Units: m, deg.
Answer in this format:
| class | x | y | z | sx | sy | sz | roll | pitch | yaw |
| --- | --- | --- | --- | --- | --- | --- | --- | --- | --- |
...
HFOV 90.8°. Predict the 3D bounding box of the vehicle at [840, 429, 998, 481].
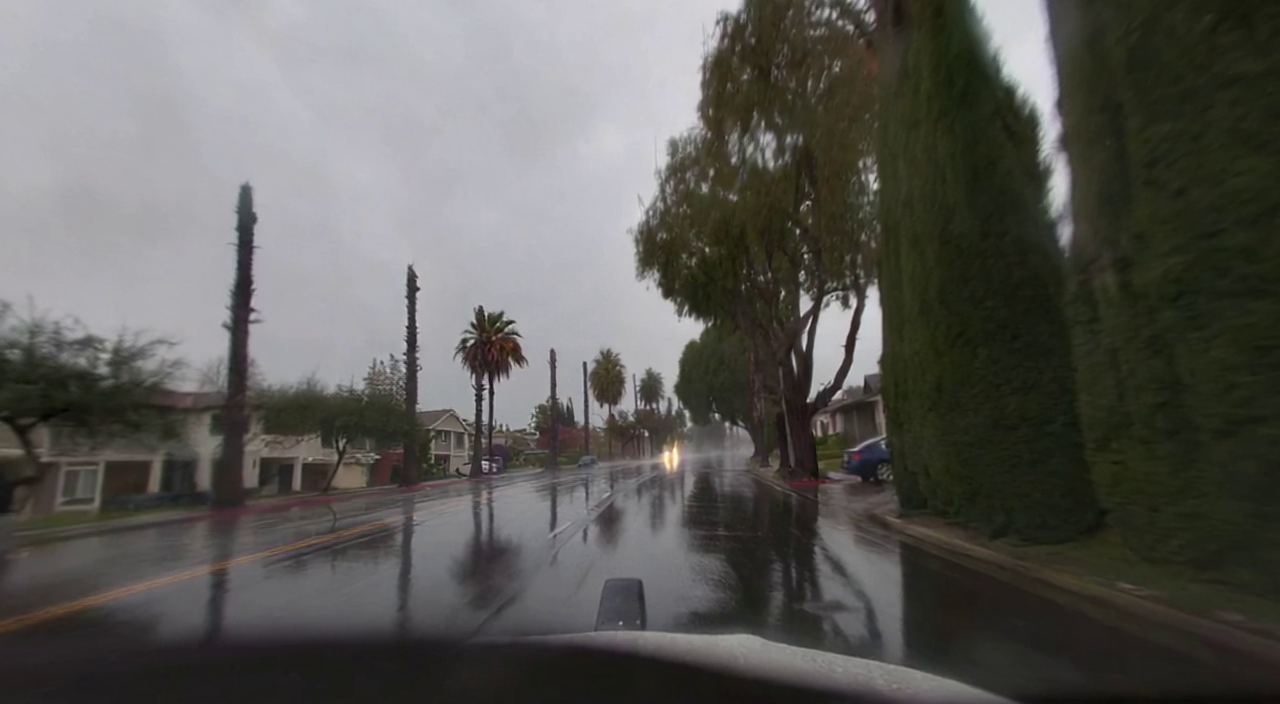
| class | x | y | z | sx | sy | sz | roll | pitch | yaw |
| --- | --- | --- | --- | --- | --- | --- | --- | --- | --- |
| vehicle | 9.735 | 3.633 | 22.367 | 4.646 | 1.687 | 1.975 | -1 | -8 | 2 |
